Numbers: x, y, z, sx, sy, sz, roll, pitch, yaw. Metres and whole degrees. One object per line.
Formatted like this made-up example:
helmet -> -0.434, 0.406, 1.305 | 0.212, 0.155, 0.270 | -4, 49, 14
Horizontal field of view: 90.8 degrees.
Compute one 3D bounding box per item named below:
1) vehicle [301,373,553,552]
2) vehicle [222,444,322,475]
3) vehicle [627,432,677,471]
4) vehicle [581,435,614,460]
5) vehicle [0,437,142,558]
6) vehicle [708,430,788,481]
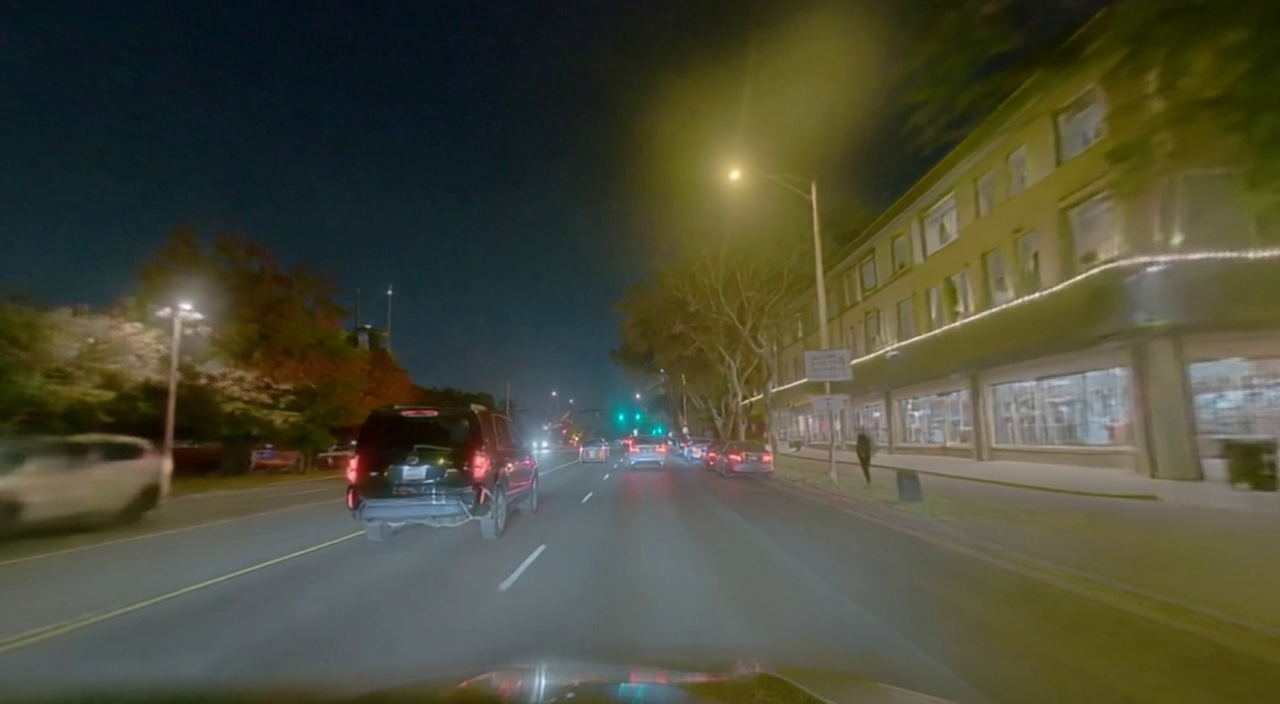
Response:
vehicle -> -2.891, 1.671, 10.146 | 2.213, 2.123, 5.124 | 0, -8, 0
vehicle -> -23.281, 6.787, 40.127 | 5.075, 1.581, 2.063 | -3, -8, -2
vehicle -> 0.490, 4.569, 29.192 | 2.126, 1.657, 4.132 | 0, -8, -1
vehicle -> -2.930, 6.711, 44.625 | 2.028, 1.689, 4.162 | 0, -8, 1
vehicle -> -9.178, 1.854, 7.960 | 1.952, 1.537, 4.746 | 0, -8, 0
vehicle -> 3.806, 3.750, 23.174 | 1.947, 1.646, 4.782 | 0, -8, -2
